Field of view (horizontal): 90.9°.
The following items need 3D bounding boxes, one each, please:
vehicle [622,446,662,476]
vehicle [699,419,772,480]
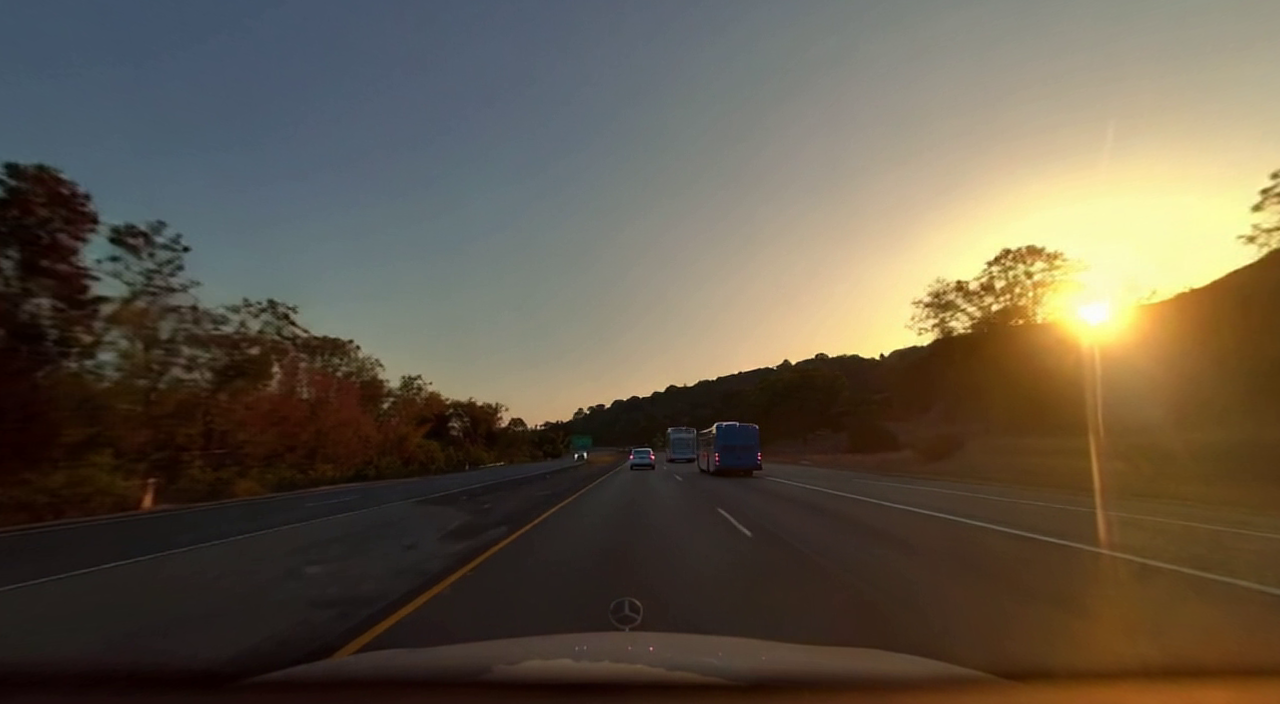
[{"bbox_3d":[0.070,5.717,33.192,2.004,1.449,3.817,0,-9,-1],"label":"vehicle"},{"bbox_3d":[4.365,4.644,29.951,2.440,2.555,5.957,0,-9,0],"label":"vehicle"}]
